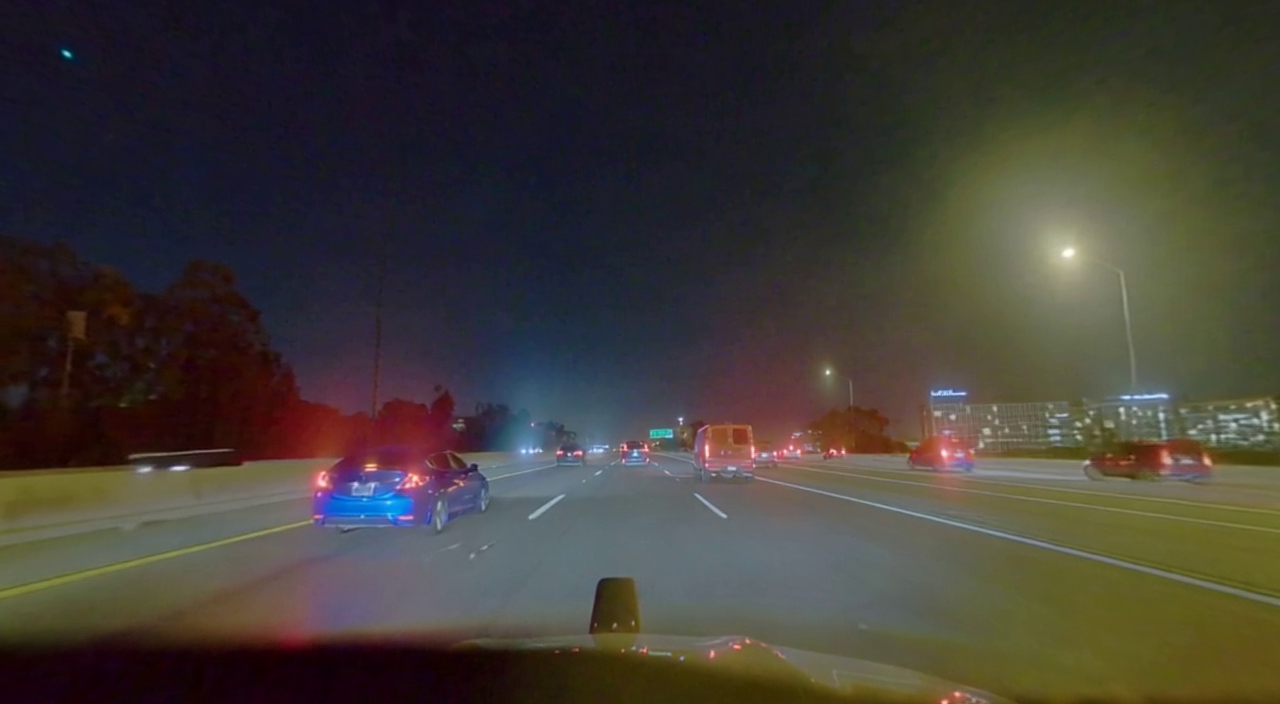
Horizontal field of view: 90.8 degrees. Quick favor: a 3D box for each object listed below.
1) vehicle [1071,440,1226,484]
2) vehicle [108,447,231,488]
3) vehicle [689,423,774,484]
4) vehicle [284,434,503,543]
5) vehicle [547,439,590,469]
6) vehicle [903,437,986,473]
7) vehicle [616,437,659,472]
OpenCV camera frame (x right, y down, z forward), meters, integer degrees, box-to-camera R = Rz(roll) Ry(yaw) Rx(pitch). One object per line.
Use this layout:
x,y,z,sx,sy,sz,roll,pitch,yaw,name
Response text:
18.868,4.098,23.825,2.020,1.483,4.779,0,-9,2,vehicle
-20.897,5.126,28.345,1.990,1.679,4.512,0,-9,0,vehicle
3.381,3.926,24.669,2.250,2.074,5.723,0,-9,-2,vehicle
-3.853,2.205,10.872,1.991,1.469,4.381,0,-9,0,vehicle
-4.438,6.408,39.883,2.109,1.793,4.613,0,-9,0,vehicle
15.749,5.357,33.010,2.010,1.721,4.871,0,-9,2,vehicle
-0.145,5.602,34.679,2.212,1.786,4.198,0,-9,-1,vehicle
